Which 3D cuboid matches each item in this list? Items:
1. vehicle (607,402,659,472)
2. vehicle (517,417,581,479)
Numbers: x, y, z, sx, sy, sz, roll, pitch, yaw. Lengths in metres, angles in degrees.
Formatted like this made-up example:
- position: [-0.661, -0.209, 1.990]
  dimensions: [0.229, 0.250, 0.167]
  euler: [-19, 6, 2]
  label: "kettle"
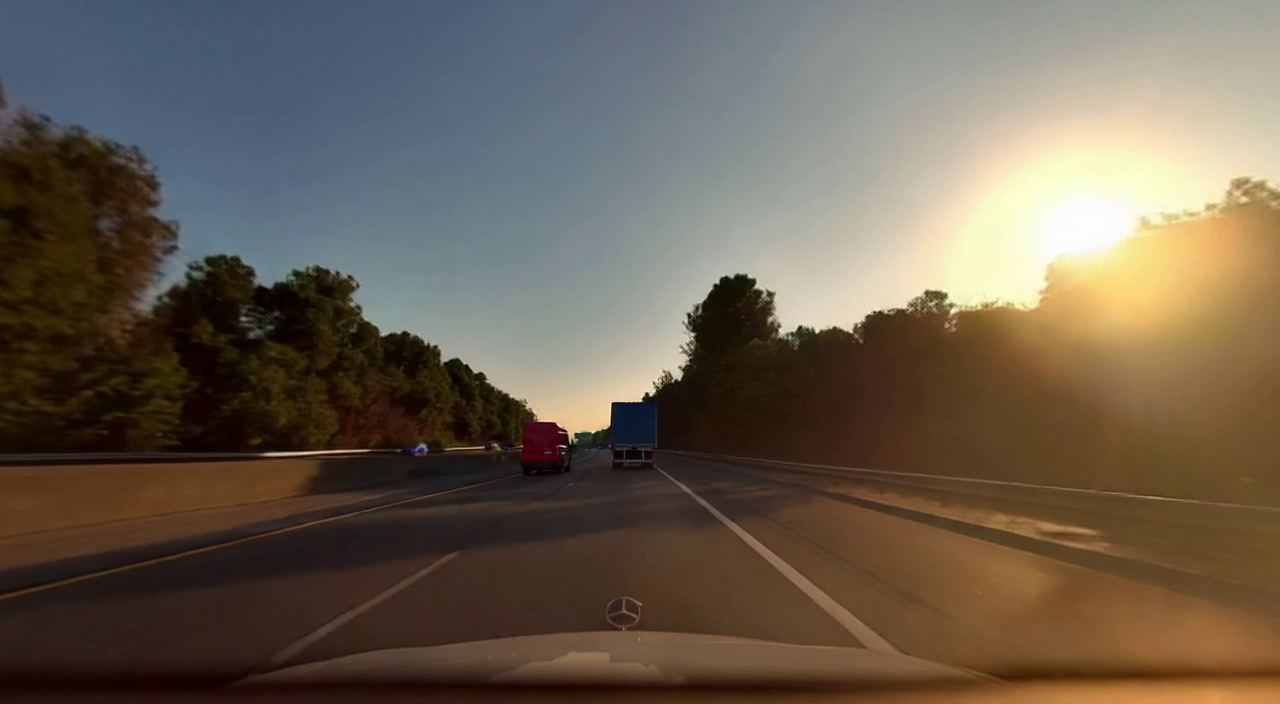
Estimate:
- position: [-0.488, 5.696, 41.447]
  dimensions: [2.995, 4.036, 10.311]
  euler: [0, -9, -1]
  label: "vehicle"
- position: [-4.459, 4.886, 32.015]
  dimensions: [2.357, 2.786, 6.144]
  euler: [0, -9, -1]
  label: "vehicle"
